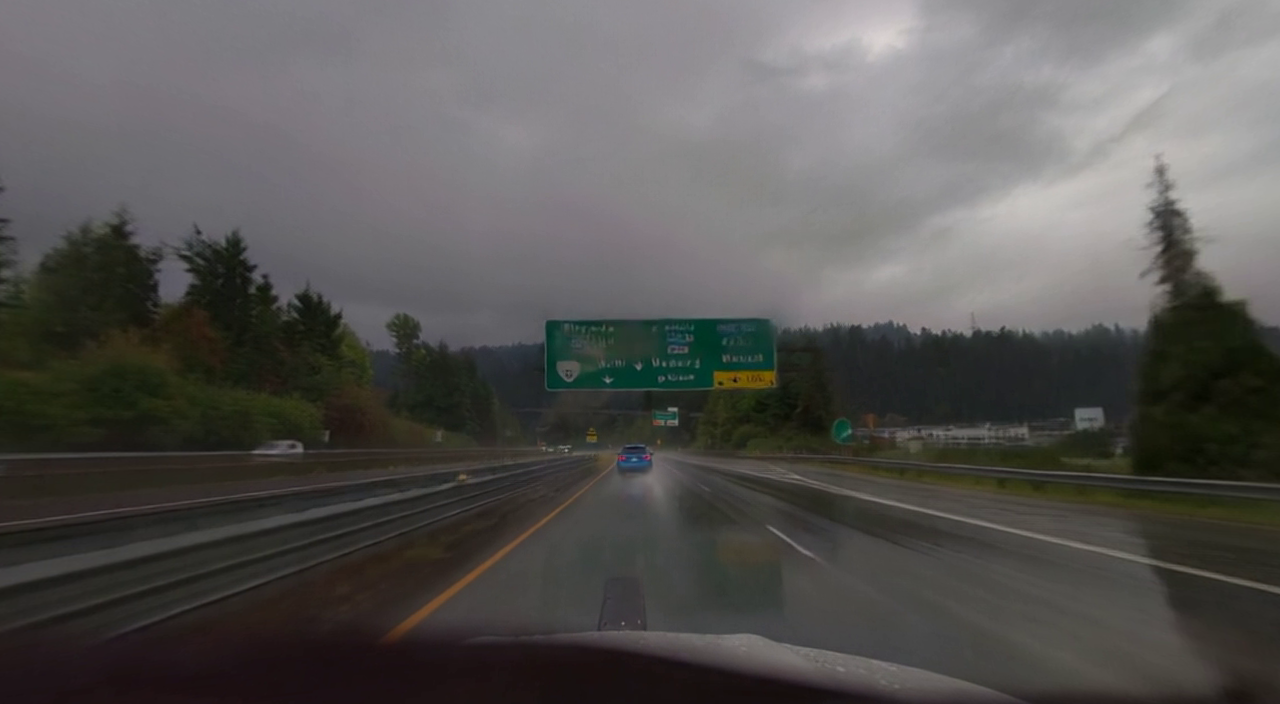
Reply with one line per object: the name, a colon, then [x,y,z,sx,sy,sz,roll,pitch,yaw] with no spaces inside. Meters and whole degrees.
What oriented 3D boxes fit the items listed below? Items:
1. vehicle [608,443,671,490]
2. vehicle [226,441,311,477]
vehicle: [-0.020,4.066,22.655,2.069,1.523,4.012,0,-9,0]
vehicle: [-18.196,5.253,31.104,1.995,1.617,3.888,1,-9,-4]
